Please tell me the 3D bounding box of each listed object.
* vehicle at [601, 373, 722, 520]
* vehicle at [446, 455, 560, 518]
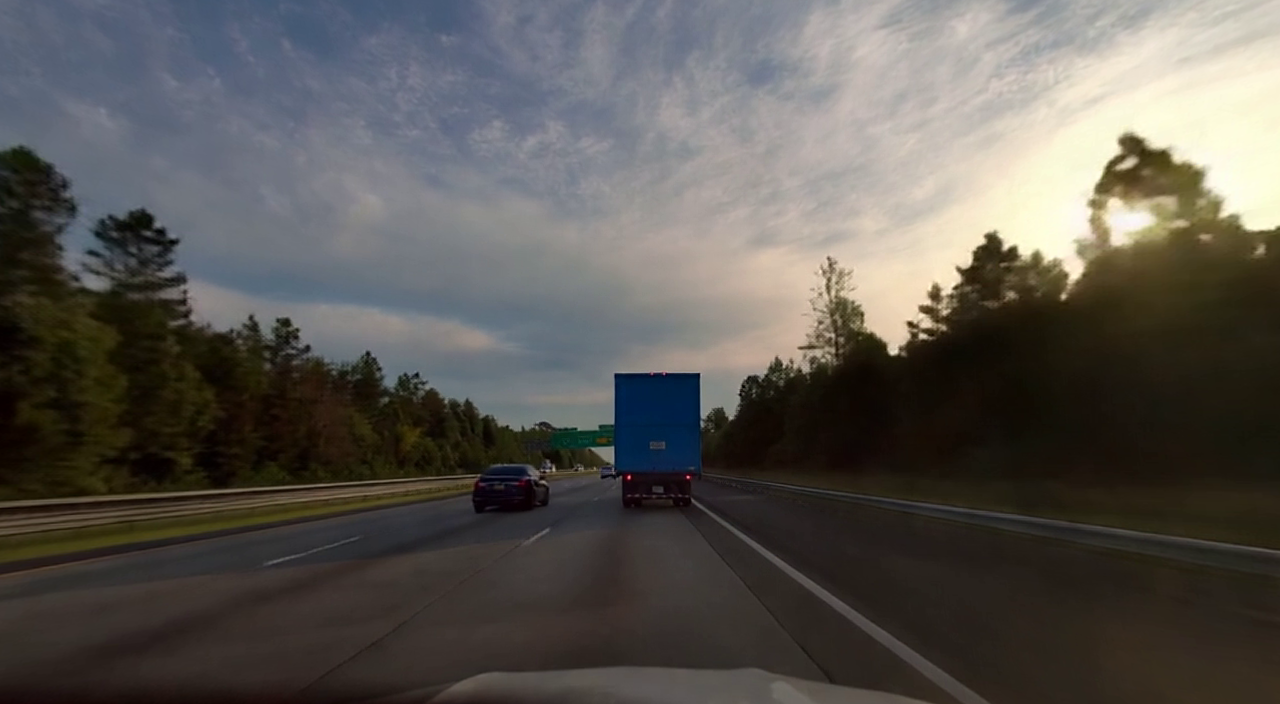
[{"bbox_3d":[0.580,3.220,20.748,3.008,3.678,9.512,1,-10,0],"label":"vehicle"},{"bbox_3d":[-3.668,3.759,17.945,2.079,1.506,4.821,0,-10,1],"label":"vehicle"}]
